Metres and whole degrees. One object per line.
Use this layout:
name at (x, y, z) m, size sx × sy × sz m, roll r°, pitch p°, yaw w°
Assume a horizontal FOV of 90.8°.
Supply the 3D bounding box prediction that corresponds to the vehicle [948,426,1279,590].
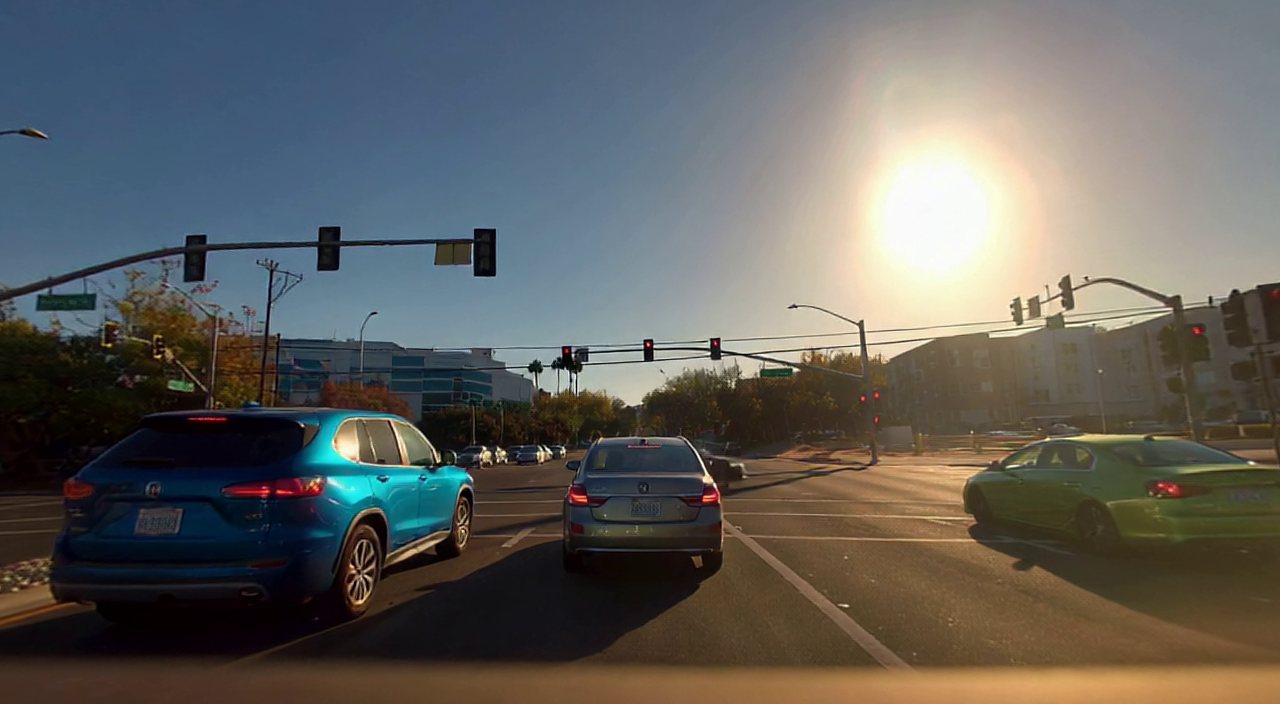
vehicle at (6.091, 1.768, 8.115) m, size 1.970 × 1.489 × 4.482 m, roll 0°, pitch -8°, yaw -1°

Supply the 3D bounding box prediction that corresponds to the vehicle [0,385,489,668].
vehicle at (-3.108, 1.373, 6.104) m, size 2.051 × 1.682 × 4.467 m, roll 0°, pitch -8°, yaw 2°

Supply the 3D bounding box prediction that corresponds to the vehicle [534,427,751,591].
vehicle at (-0.005, 1.705, 7.722) m, size 1.942 × 1.445 × 3.973 m, roll 0°, pitch -8°, yaw -1°

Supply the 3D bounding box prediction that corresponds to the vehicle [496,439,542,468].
vehicle at (-7.944, 6.702, 42.030) m, size 2.130 × 1.810 × 4.450 m, roll -2°, pitch -8°, yaw 1°
